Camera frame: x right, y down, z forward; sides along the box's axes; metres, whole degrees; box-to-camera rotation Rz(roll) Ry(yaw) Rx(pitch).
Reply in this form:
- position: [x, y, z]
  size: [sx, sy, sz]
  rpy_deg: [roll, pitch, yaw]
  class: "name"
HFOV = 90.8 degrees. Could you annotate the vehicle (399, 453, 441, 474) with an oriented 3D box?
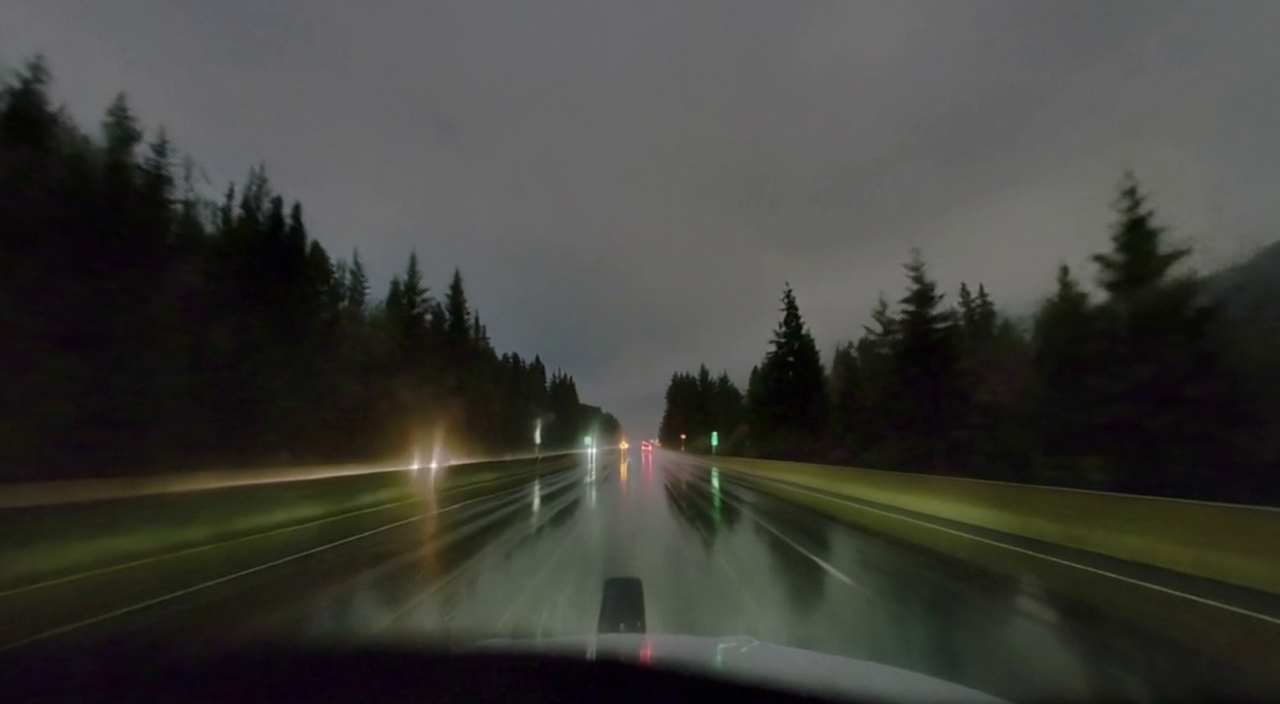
- position: [-16.547, 8.386, 47.616]
  size: [1.770, 1.413, 3.842]
  rpy_deg: [0, -9, 0]
  class: "vehicle"
